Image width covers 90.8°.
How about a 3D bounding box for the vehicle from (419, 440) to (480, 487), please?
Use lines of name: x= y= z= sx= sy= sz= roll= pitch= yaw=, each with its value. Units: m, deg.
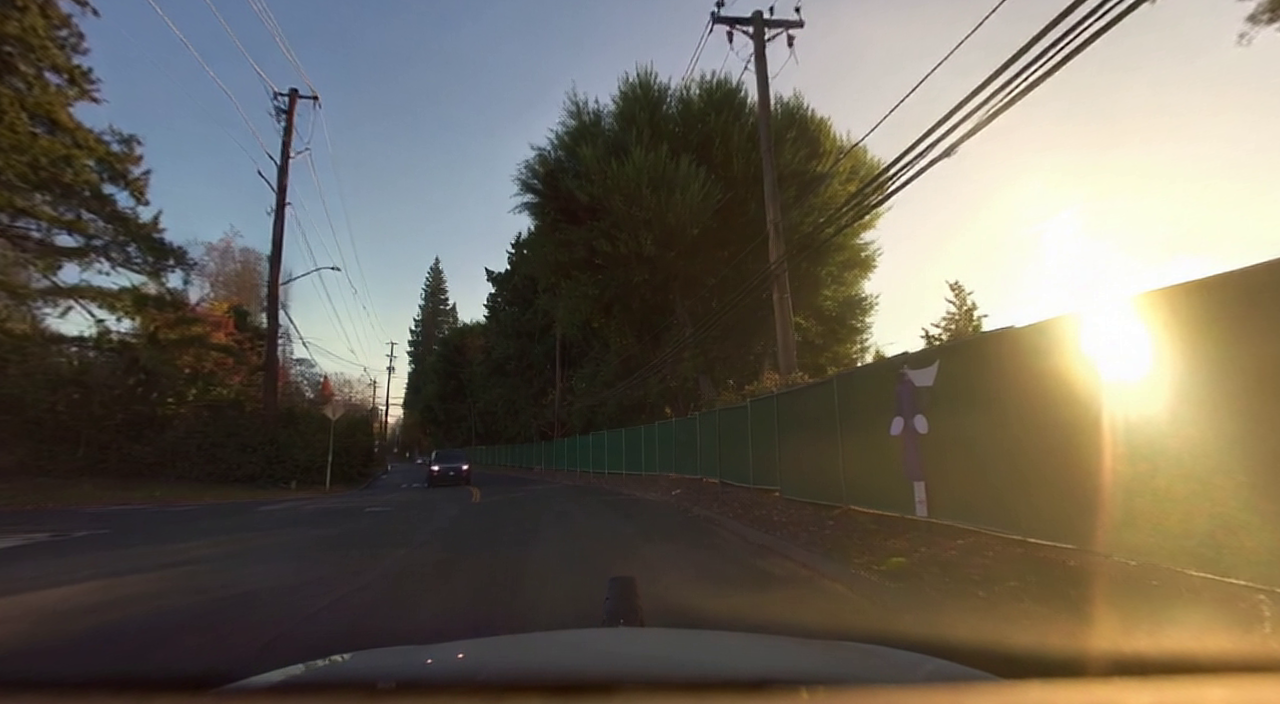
vehicle: x=-8.364 y=4.904 z=28.079 sx=2.185 sy=1.901 sz=4.177 roll=2 pitch=-9 yaw=-12
